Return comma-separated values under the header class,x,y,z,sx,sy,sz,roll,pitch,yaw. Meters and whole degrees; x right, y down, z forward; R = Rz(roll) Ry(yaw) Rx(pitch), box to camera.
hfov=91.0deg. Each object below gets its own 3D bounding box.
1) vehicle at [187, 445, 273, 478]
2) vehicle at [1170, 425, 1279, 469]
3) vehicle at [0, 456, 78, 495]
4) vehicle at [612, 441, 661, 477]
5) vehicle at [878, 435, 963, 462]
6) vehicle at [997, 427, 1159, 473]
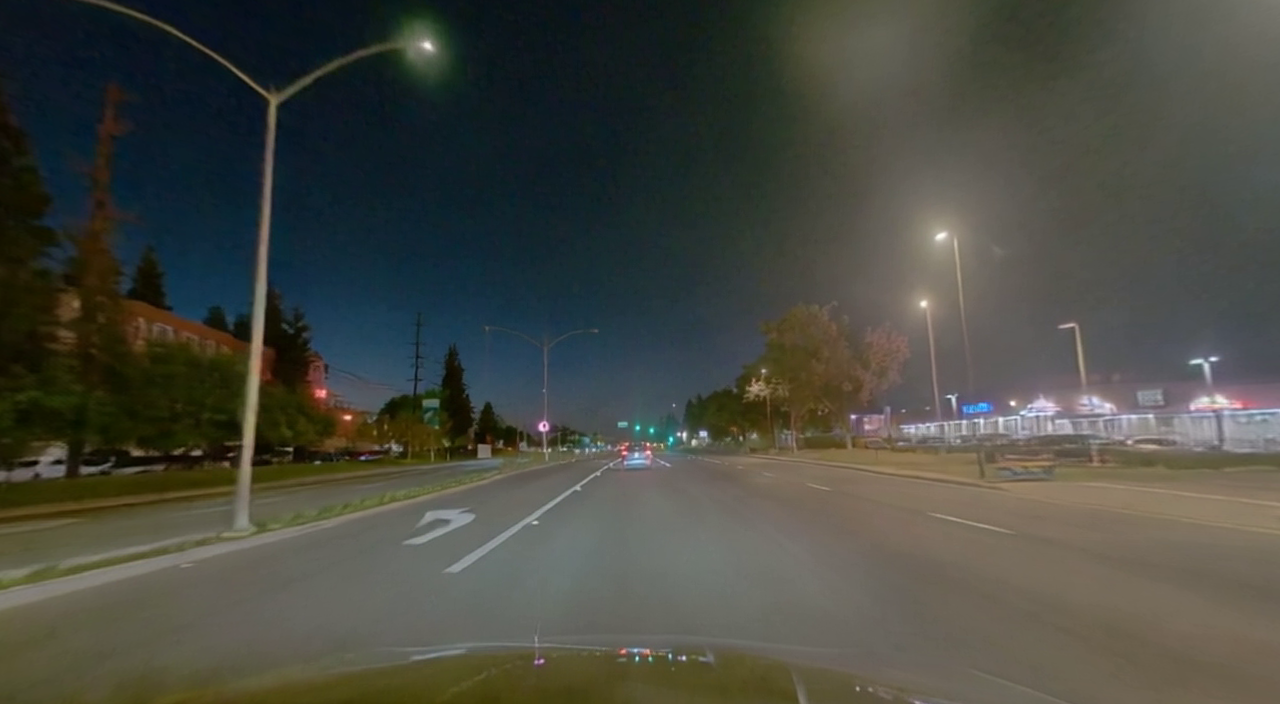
class,x,y,z,sx,sy,sz,roll,pitch,yaw
vehicle,-27.009,7.226,41.576,4.087,1.755,2.304,-5,-9,1
vehicle,28.007,4.455,29.492,1.991,1.877,5.024,-1,-9,1
vehicle,-26.948,5.184,26.634,4.282,1.483,2.020,0,-8,-1
vehicle,-0.184,4.693,27.872,1.998,1.452,3.773,0,-9,-1
vehicle,17.030,5.876,38.372,4.224,1.614,2.028,0,-9,-1
vehicle,17.908,4.041,25.939,5.083,1.778,2.063,0,-9,0
